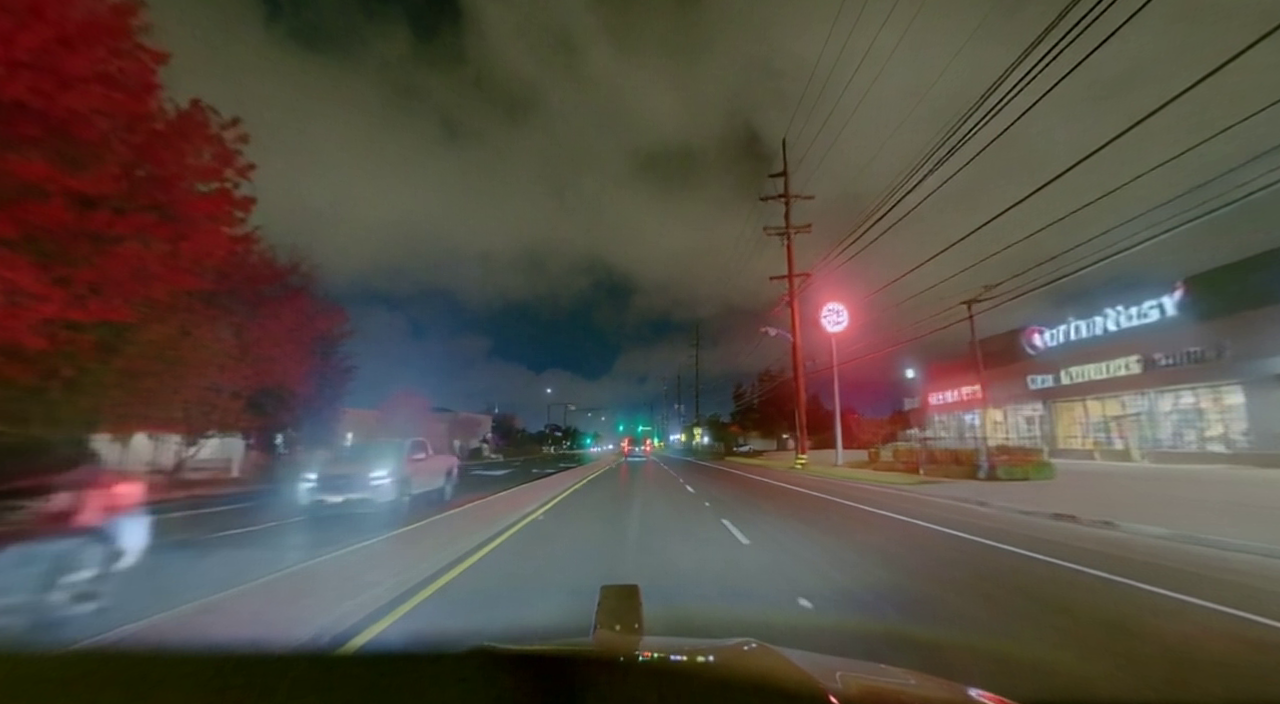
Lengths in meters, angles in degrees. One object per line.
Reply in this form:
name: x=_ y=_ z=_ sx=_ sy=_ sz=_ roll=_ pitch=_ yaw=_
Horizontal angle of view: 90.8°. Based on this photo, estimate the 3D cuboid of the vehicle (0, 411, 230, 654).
vehicle: x=-5.022 y=1.166 z=3.916 sx=1.909 sy=1.524 sz=4.614 roll=-2 pitch=-8 yaw=0

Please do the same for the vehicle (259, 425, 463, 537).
vehicle: x=-5.032 y=2.340 z=12.233 sx=1.993 sy=1.680 sz=4.386 roll=-2 pitch=-8 yaw=-1
